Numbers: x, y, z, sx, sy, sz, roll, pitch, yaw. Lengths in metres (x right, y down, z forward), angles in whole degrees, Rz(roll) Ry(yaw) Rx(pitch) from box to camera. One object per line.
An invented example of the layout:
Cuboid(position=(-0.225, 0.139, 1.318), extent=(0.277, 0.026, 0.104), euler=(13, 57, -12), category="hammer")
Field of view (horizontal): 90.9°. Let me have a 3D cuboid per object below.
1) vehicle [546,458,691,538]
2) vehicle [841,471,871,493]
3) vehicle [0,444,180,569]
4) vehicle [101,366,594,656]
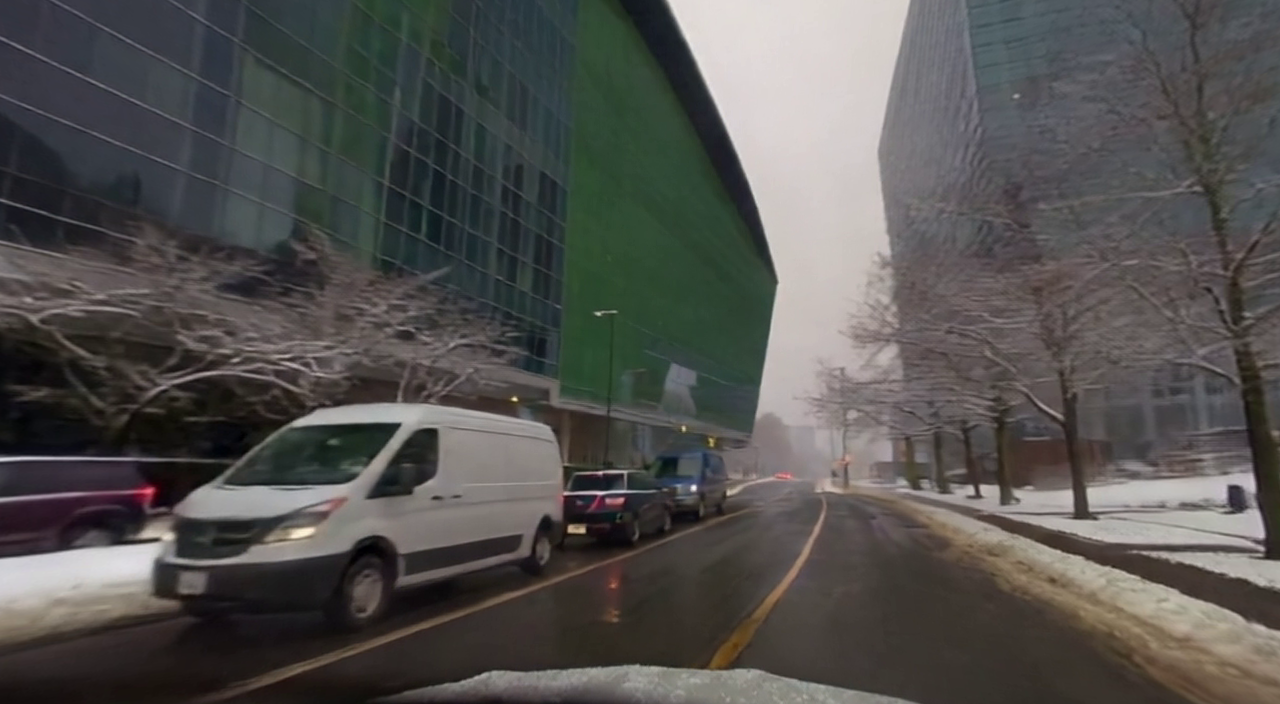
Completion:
Cuboid(position=(-0.298, 3.243, 14.510), extent=(1.853, 1.495, 4.632), euler=(-5, -11, 17), category="vehicle")
Cuboid(position=(15.839, 9.507, 46.346), extent=(1.899, 1.470, 3.666), euler=(-2, -10, 16), category="vehicle")
Cuboid(position=(-8.575, 1.853, 7.634), extent=(1.868, 1.472, 4.470), euler=(-3, -11, 18), category="vehicle")
Cuboid(position=(-2.457, 1.614, 7.270), extent=(2.104, 2.013, 5.252), euler=(-4, -11, 16), category="vehicle")
